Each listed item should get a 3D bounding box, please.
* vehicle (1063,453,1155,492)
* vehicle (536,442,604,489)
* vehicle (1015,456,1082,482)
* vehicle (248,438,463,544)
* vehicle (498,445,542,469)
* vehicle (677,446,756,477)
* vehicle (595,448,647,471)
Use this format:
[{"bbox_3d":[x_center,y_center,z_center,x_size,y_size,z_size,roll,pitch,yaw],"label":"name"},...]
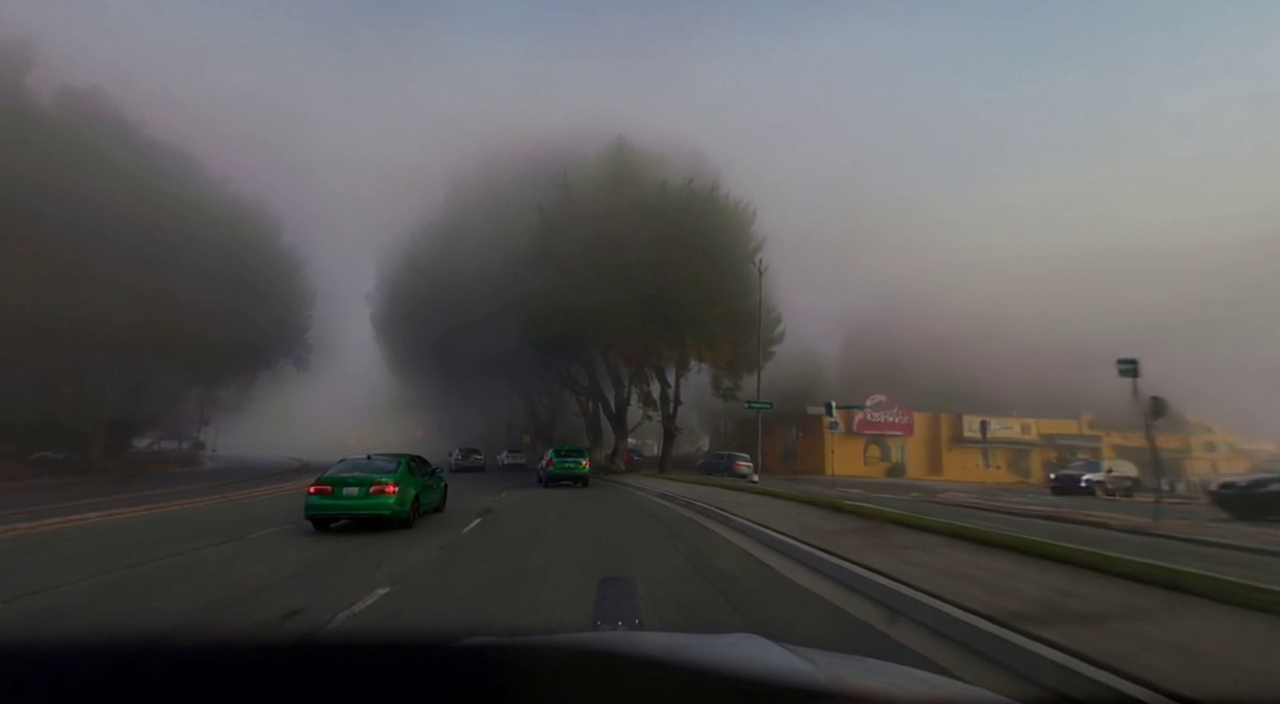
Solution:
[{"bbox_3d":[22.332,5.675,29.934,4.486,1.658,2.031,6,-10,-34],"label":"vehicle"},{"bbox_3d":[-2.569,3.952,22.324,2.001,1.483,4.442,2,-9,-11],"label":"vehicle"},{"bbox_3d":[25.555,7.265,39.314,4.378,1.445,2.084,6,-11,-37],"label":"vehicle"},{"bbox_3d":[-4.763,2.351,11.515,2.105,1.477,4.857,1,-8,-6],"label":"vehicle"},{"bbox_3d":[-7.605,6.575,39.606,1.920,1.416,4.310,3,-9,-21],"label":"vehicle"},{"bbox_3d":[4.504,6.497,37.657,2.095,1.697,4.801,5,-10,-32],"label":"vehicle"},{"bbox_3d":[-1.447,7.816,46.035,1.952,1.547,4.091,6,-10,-33],"label":"vehicle"}]
